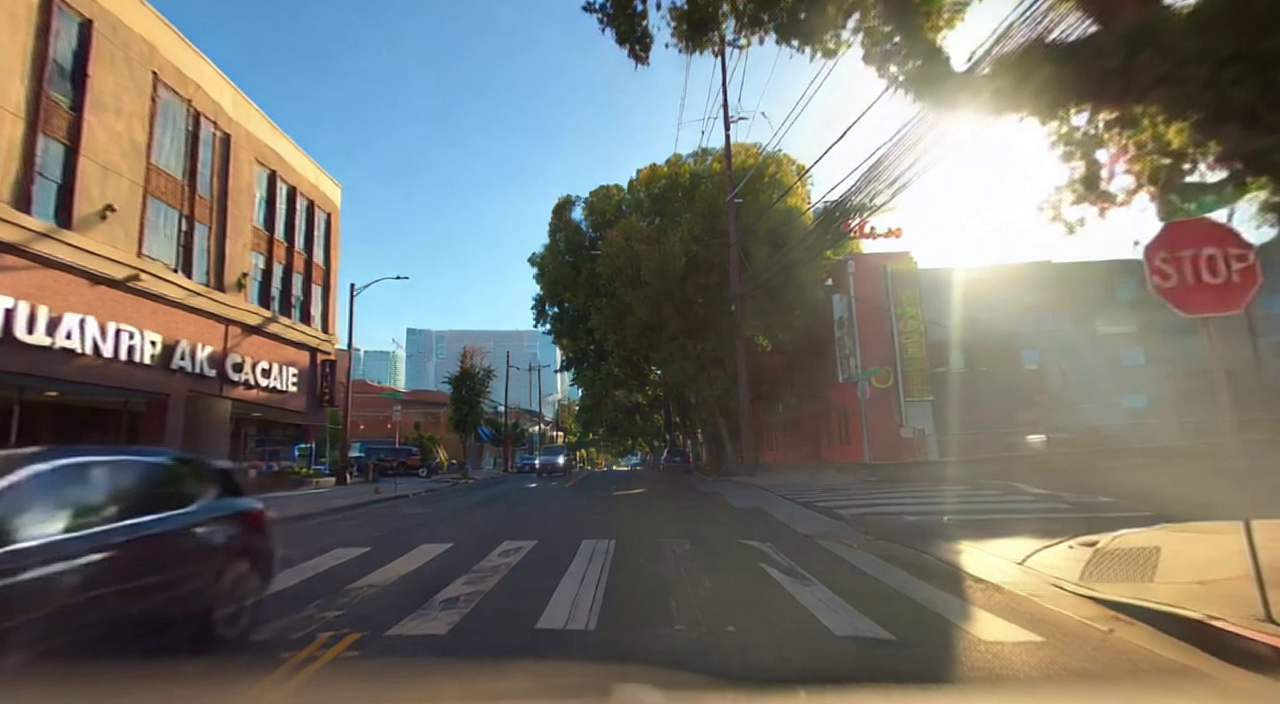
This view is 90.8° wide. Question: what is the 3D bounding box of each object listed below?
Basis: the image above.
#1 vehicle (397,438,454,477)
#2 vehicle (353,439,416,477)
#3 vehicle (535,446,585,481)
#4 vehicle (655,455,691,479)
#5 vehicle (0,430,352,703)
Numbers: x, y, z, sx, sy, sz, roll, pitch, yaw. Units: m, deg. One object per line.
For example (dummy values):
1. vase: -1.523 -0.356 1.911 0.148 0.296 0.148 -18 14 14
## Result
1. vehicle: -16.558 8.181 49.118 2.715 2.789 6.225 0 -9 -5
2. vehicle: -19.486 8.058 48.561 2.256 2.668 5.979 0 -7 0
3. vehicle: -4.843 6.792 38.897 2.495 1.966 4.846 0 -9 -1
4. vehicle: 2.102 7.384 40.781 1.877 1.373 3.854 0 -9 -4
5. vehicle: -3.908 1.291 3.958 2.140 1.512 4.536 0 -8 -1
